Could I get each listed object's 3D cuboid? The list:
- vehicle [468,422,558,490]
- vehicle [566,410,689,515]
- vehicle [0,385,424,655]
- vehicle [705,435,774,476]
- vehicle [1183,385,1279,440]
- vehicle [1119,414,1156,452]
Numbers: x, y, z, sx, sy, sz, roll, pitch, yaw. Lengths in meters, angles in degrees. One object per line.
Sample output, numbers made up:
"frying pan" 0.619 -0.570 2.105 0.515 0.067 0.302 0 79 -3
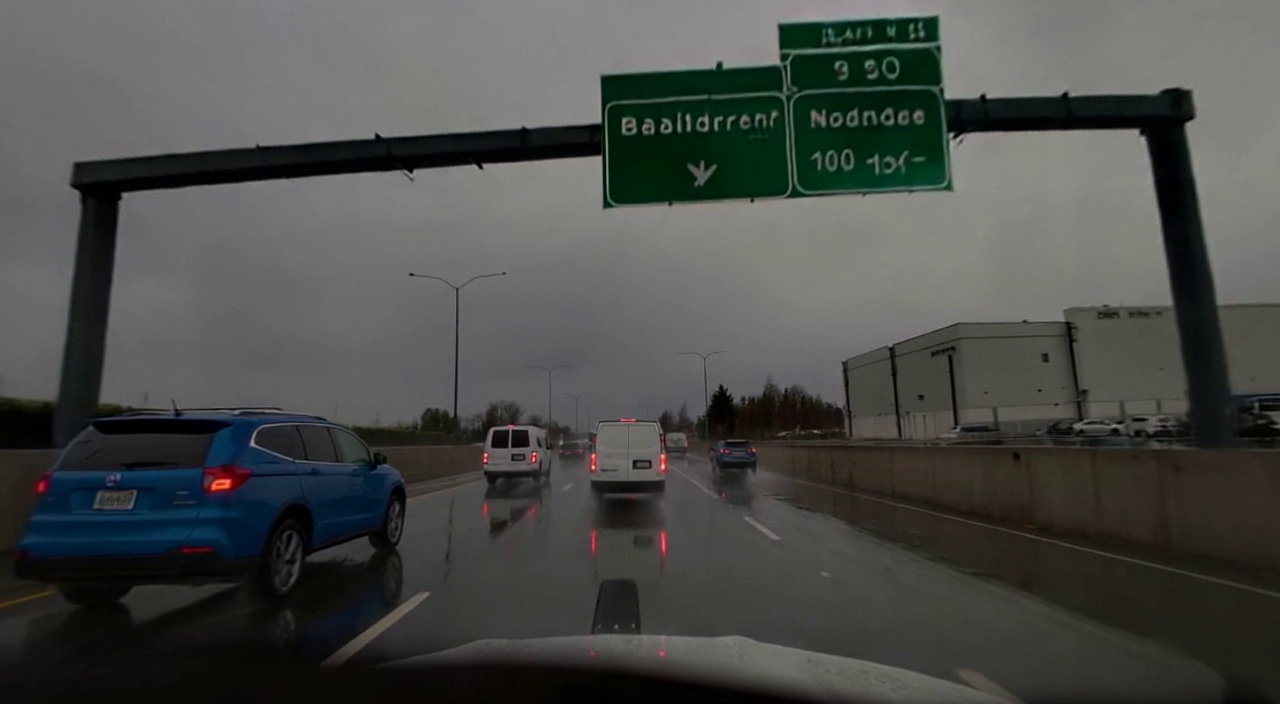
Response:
"vehicle" -3.959 3.306 20.396 2.038 1.936 4.300 0 -8 -1
"vehicle" -0.292 2.370 14.004 2.304 1.925 4.282 0 -8 -1
"vehicle" -3.866 1.376 6.252 1.972 1.703 4.333 0 -8 -1
"vehicle" 3.928 4.159 25.489 1.999 1.494 3.833 0 -8 -2
"vehicle" 36.275 3.759 37.939 2.528 3.094 4.804 -1 -8 1
"vehicle" 30.778 5.023 38.994 1.480 2.238 1.864 -6 -10 34
